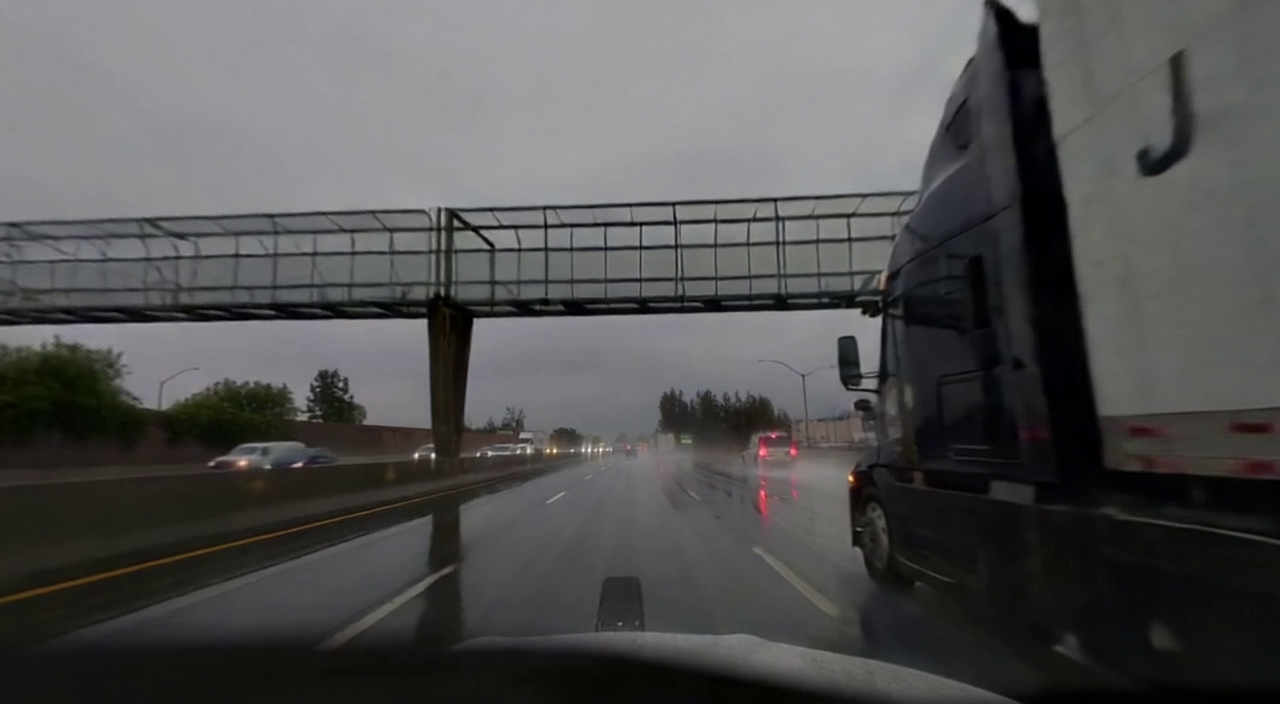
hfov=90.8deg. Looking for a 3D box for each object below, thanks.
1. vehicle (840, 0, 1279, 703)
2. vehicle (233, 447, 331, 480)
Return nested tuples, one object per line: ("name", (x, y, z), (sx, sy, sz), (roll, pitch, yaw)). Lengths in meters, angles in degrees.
("vehicle", (3.335, -0.348, 1.700), (3.210, 4.239, 7.307), (0, -9, 1))
("vehicle", (-18.176, 5.674, 32.442), (2.085, 1.544, 4.950), (0, -9, 1))
